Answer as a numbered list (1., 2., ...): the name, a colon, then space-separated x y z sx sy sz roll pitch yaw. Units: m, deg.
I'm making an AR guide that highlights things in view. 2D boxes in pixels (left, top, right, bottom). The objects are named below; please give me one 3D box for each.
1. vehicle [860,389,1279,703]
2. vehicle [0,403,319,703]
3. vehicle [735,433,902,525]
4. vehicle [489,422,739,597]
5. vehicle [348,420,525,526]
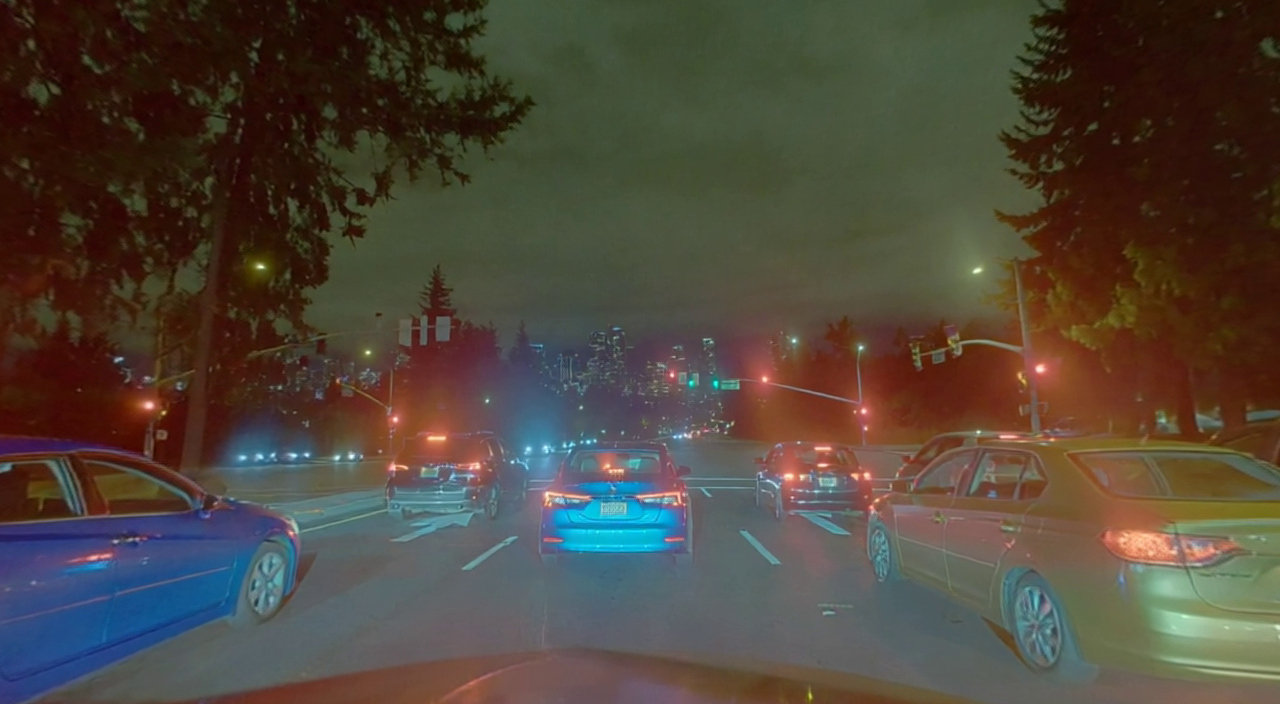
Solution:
1. vehicle: 3.137 1.151 4.050 1.903 1.480 4.270 0 -8 0
2. vehicle: -3.641 1.022 3.000 1.935 1.482 4.433 0 -8 -1
3. vehicle: 3.187 2.336 12.323 1.975 1.460 4.357 0 -8 0
4. vehicle: -0.260 1.640 7.405 2.147 1.479 3.803 0 -8 -1
5. vehicle: -3.725 2.298 12.489 1.961 1.714 4.268 0 -8 2
